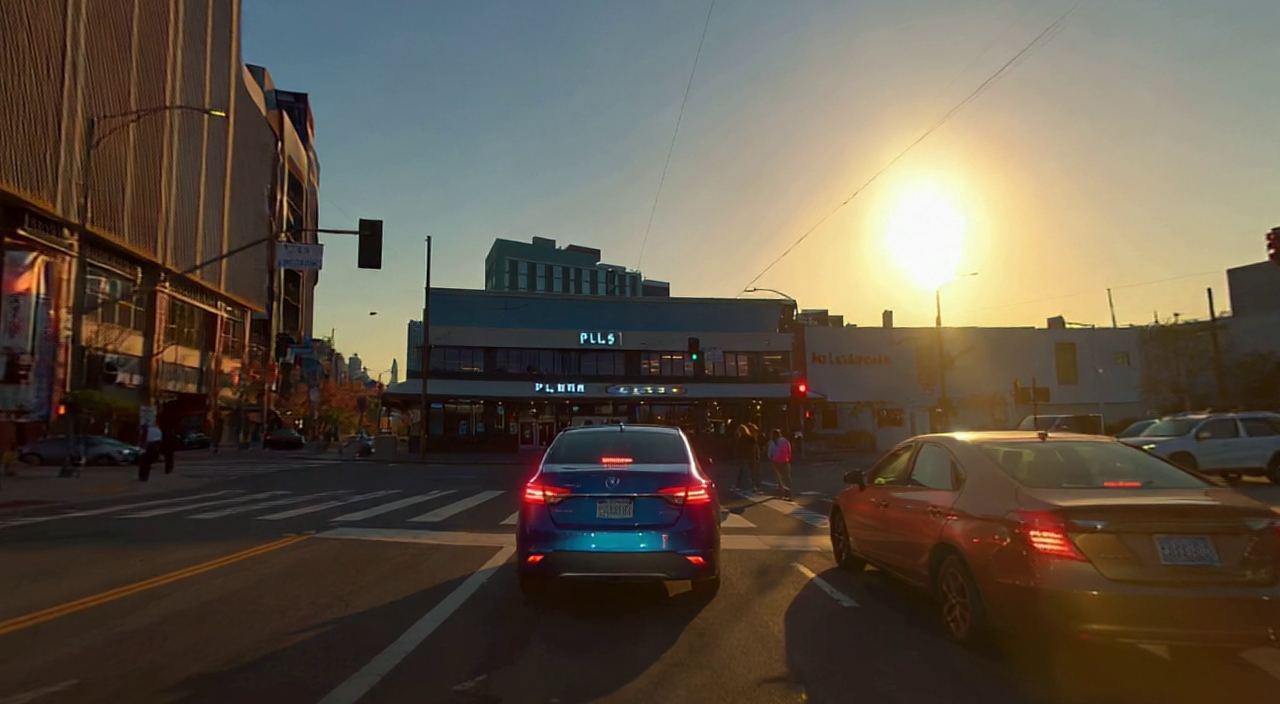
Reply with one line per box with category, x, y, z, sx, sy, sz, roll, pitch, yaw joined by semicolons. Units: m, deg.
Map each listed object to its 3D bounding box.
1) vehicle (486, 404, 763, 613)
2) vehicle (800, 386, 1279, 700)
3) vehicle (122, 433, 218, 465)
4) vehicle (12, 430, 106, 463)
vehicle;-0.124;1.552;7.285;2.123;1.589;4.702;0;-8;0
vehicle;3.048;1.330;5.617;1.983;1.654;4.354;0;-8;-2
vehicle;-25.269;5.212;33.960;4.253;1.570;2.132;-4;-9;22
vehicle;-30.821;5.026;33.520;4.164;1.652;2.087;-4;-9;25
